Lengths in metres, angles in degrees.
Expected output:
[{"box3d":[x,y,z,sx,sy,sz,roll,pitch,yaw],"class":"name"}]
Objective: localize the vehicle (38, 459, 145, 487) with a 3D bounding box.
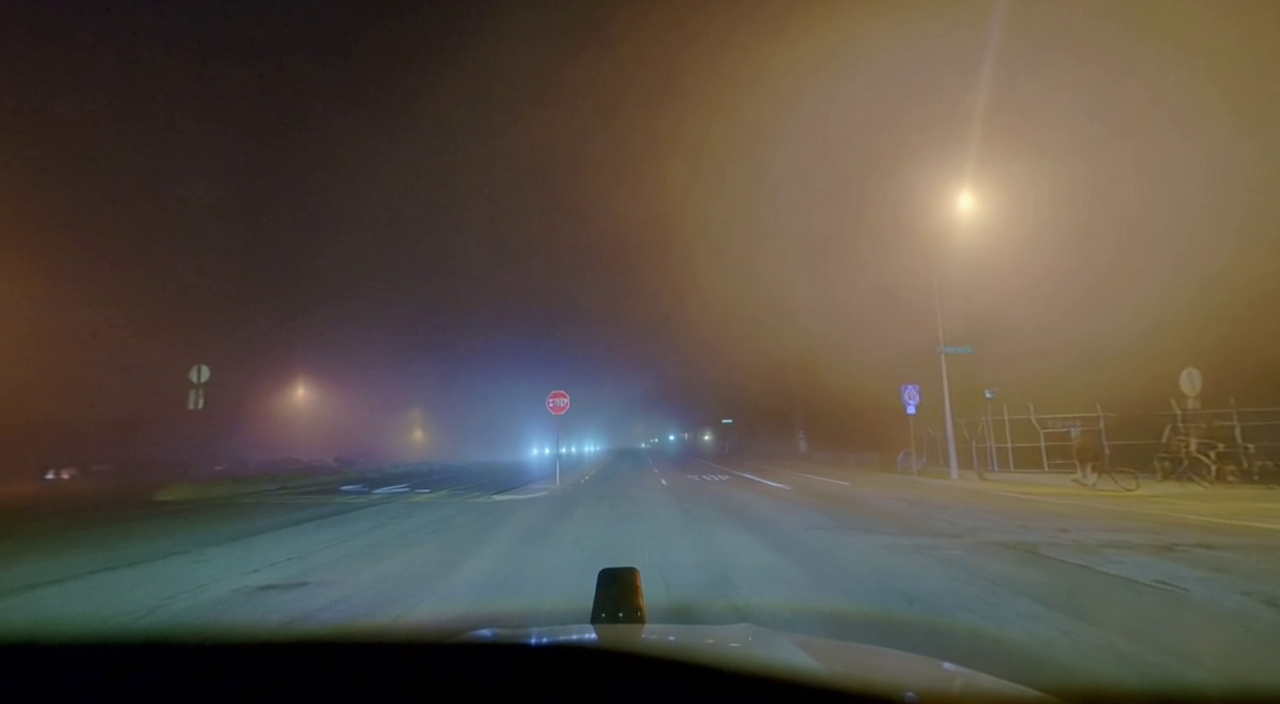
[{"box3d":[-33.551,7.383,38.733,4.569,1.558,1.903,0,-9,-5],"class":"vehicle"}]
